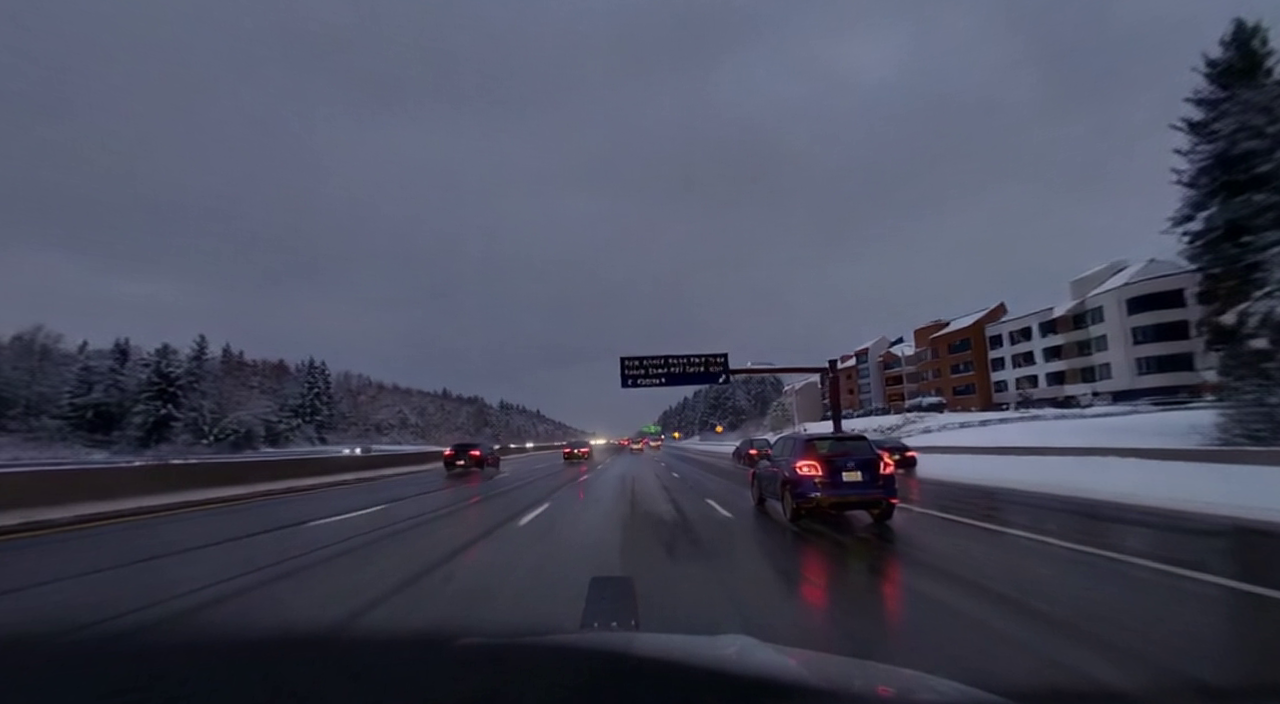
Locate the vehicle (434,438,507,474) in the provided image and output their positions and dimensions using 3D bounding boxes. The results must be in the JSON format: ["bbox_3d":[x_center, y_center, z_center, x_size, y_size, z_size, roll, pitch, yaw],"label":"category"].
[{"bbox_3d":[-7.516,4.657,28.493,2.021,1.496,4.495,0,-8,1],"label":"vehicle"}]

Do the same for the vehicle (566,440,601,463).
[{"bbox_3d":[-3.803,6.789,43.193,2.002,1.466,4.378,0,-8,-1],"label":"vehicle"}]

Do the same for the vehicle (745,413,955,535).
[{"bbox_3d":[3.300,2.019,11.034,2.080,1.694,4.286,0,-8,-1],"label":"vehicle"}]
